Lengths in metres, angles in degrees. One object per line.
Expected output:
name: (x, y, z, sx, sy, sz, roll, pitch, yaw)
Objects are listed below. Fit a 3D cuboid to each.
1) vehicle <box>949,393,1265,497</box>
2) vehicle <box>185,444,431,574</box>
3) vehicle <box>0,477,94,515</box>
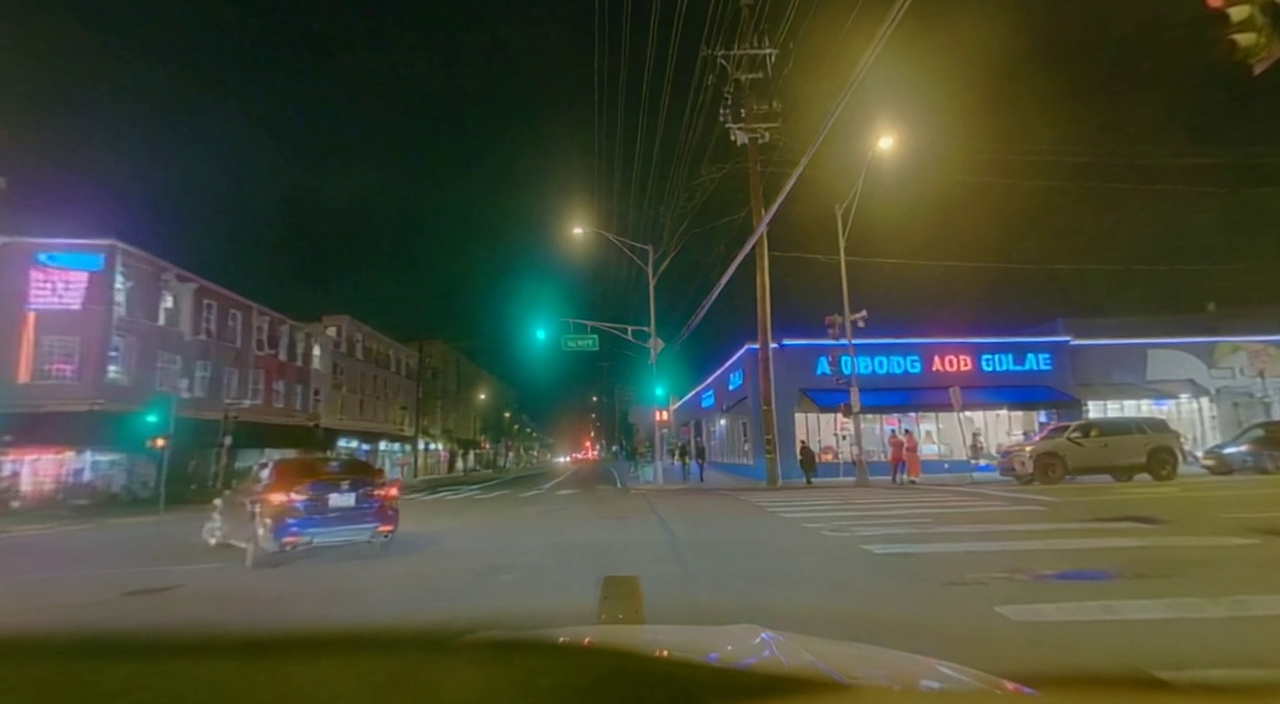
vehicle: (9.747, 1.967, 13.525, 4.970, 1.972, 2.372, 1, -9, -6)
vehicle: (-5.186, 2.157, 9.569, 2.097, 1.457, 4.439, 8, -12, -42)
vehicle: (-25.402, 6.023, 26.547, 3.301, 1.369, 1.644, -1, -9, -5)
